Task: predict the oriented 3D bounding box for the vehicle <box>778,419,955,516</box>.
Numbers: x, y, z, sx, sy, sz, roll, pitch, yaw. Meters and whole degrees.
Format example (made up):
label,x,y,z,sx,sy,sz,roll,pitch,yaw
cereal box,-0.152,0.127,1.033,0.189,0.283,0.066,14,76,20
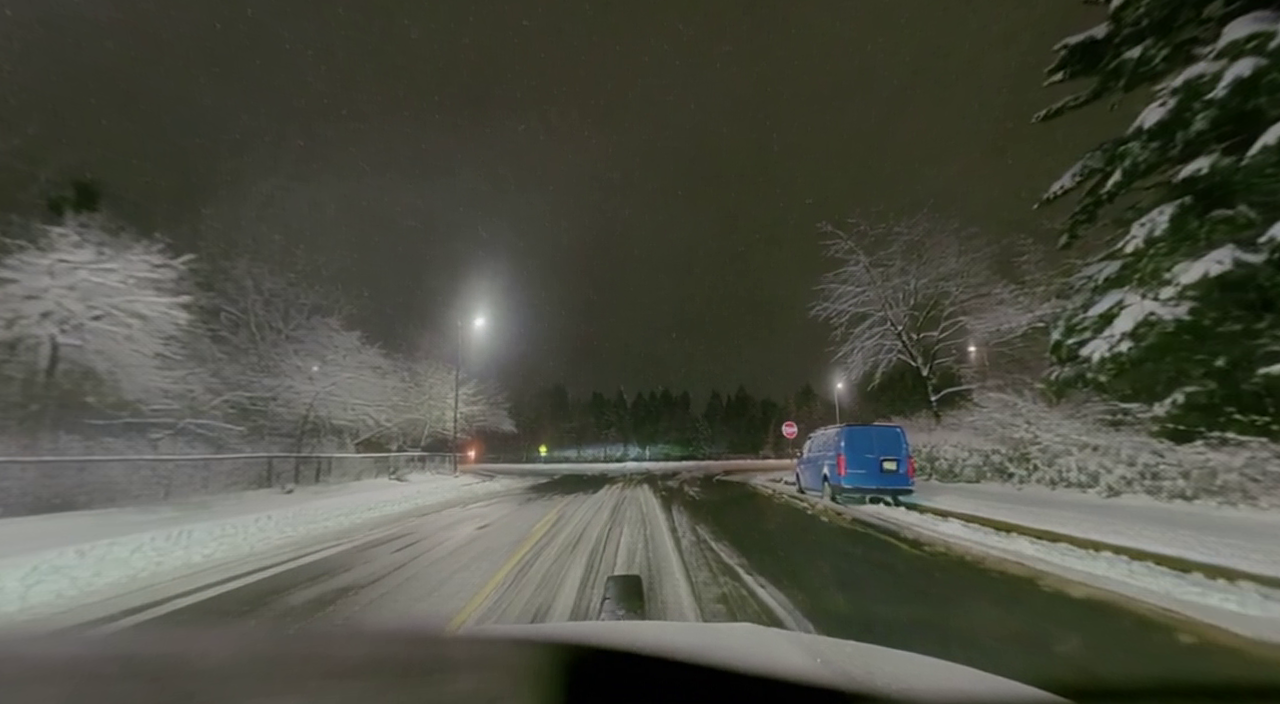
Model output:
label,x,y,z,sx,sy,sz,roll,pitch,yaw
vehicle,5.949,3.153,17.829,2.659,2.245,5.991,0,-9,-1
